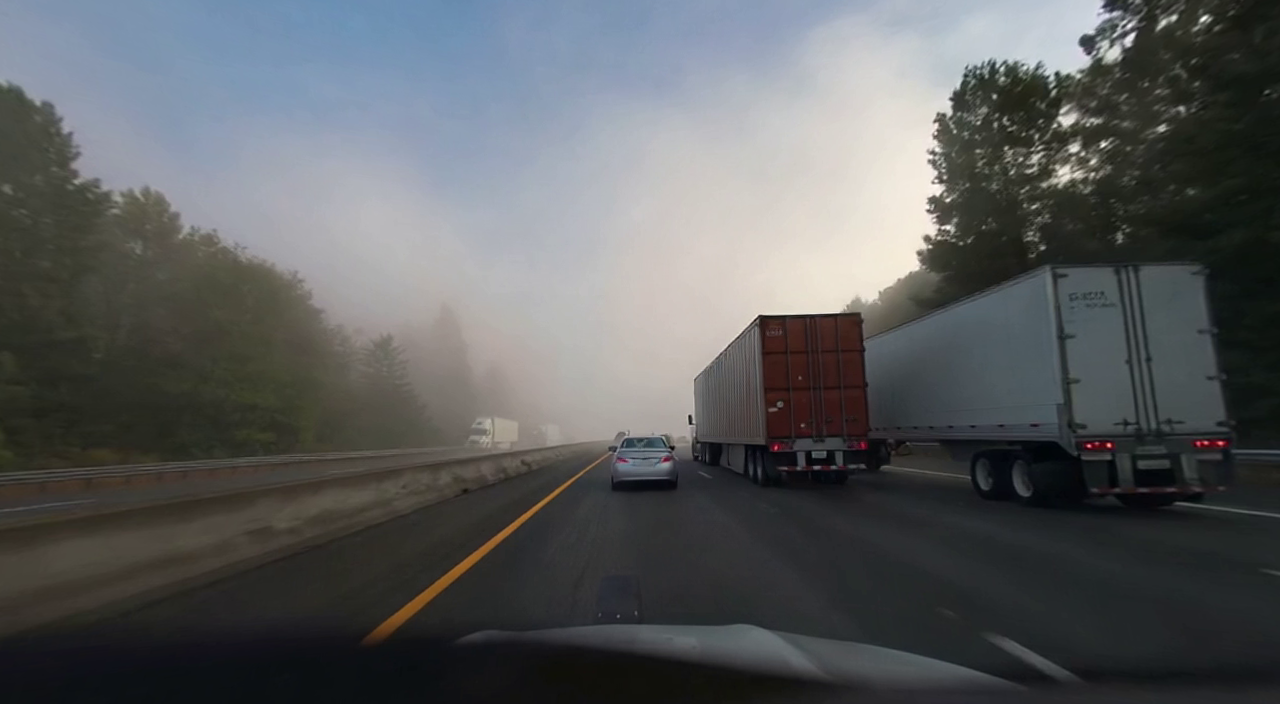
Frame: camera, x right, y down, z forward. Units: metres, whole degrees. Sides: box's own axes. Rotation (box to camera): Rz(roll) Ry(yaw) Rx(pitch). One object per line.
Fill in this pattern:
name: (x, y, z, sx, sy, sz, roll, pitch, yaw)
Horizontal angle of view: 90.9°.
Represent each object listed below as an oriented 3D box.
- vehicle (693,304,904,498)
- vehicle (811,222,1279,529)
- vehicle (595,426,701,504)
vehicle: (3.910, 1.926, 20.338, 2.888, 4.099, 14.183, 0, -8, -1)
vehicle: (8.040, 1.192, 15.918, 3.110, 4.308, 14.260, 0, -8, -1)
vehicle: (0.112, 2.444, 14.120, 2.038, 1.477, 3.773, 0, -8, -1)
